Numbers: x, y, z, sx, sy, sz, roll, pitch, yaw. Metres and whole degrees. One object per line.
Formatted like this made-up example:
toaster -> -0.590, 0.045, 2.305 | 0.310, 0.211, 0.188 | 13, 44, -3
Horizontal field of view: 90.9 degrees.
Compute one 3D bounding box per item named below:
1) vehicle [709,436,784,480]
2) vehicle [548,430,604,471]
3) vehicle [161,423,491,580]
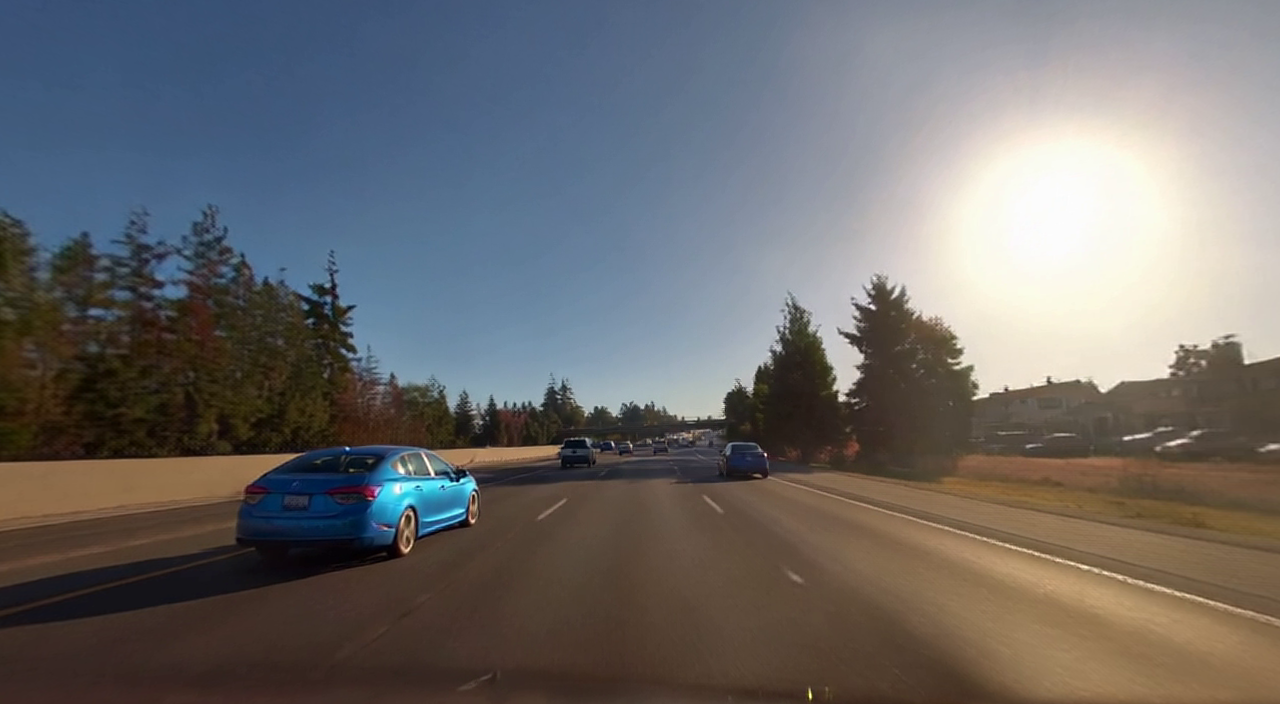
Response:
vehicle -> 3.860, 3.950, 23.680 | 2.100, 1.472, 4.533 | 0, -8, 1
vehicle -> -3.071, 4.856, 31.209 | 2.122, 1.847, 4.696 | 0, -8, 2
vehicle -> -3.521, 1.748, 8.261 | 1.948, 1.475, 4.461 | 0, -8, 1
